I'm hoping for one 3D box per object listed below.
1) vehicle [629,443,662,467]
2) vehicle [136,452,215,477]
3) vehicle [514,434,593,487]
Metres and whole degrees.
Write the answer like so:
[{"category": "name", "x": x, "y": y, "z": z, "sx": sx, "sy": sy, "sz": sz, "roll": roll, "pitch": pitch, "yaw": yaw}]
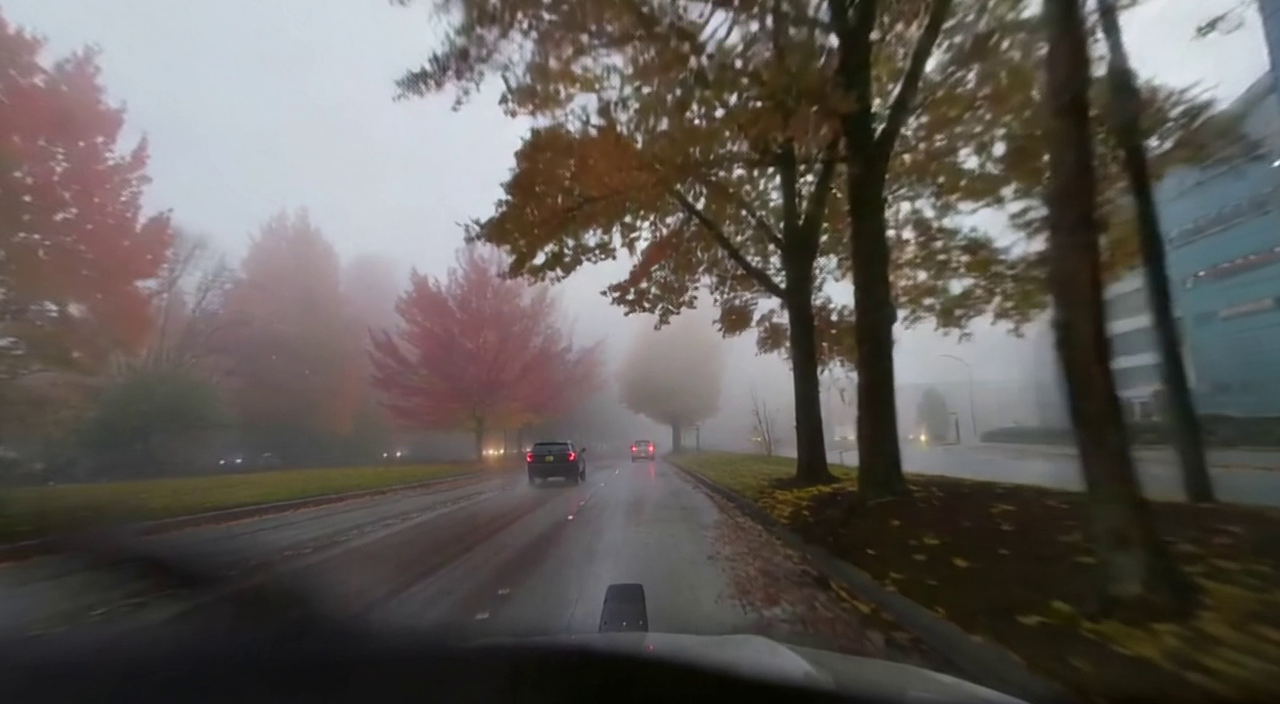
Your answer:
[{"category": "vehicle", "x": 0.295, "y": 6.661, "z": 41.000, "sx": 2.040, "sy": 1.493, "sz": 3.682, "roll": 0, "pitch": -8, "yaw": -1}, {"category": "vehicle", "x": -31.039, "y": 7.518, "z": 42.234, "sx": 1.927, "sy": 1.519, "sz": 4.467, "roll": 0, "pitch": -8, "yaw": -1}, {"category": "vehicle", "x": -2.978, "y": 3.837, "z": 22.672, "sx": 2.197, "sy": 1.709, "sz": 4.069, "roll": -1, "pitch": -8, "yaw": 1}]
